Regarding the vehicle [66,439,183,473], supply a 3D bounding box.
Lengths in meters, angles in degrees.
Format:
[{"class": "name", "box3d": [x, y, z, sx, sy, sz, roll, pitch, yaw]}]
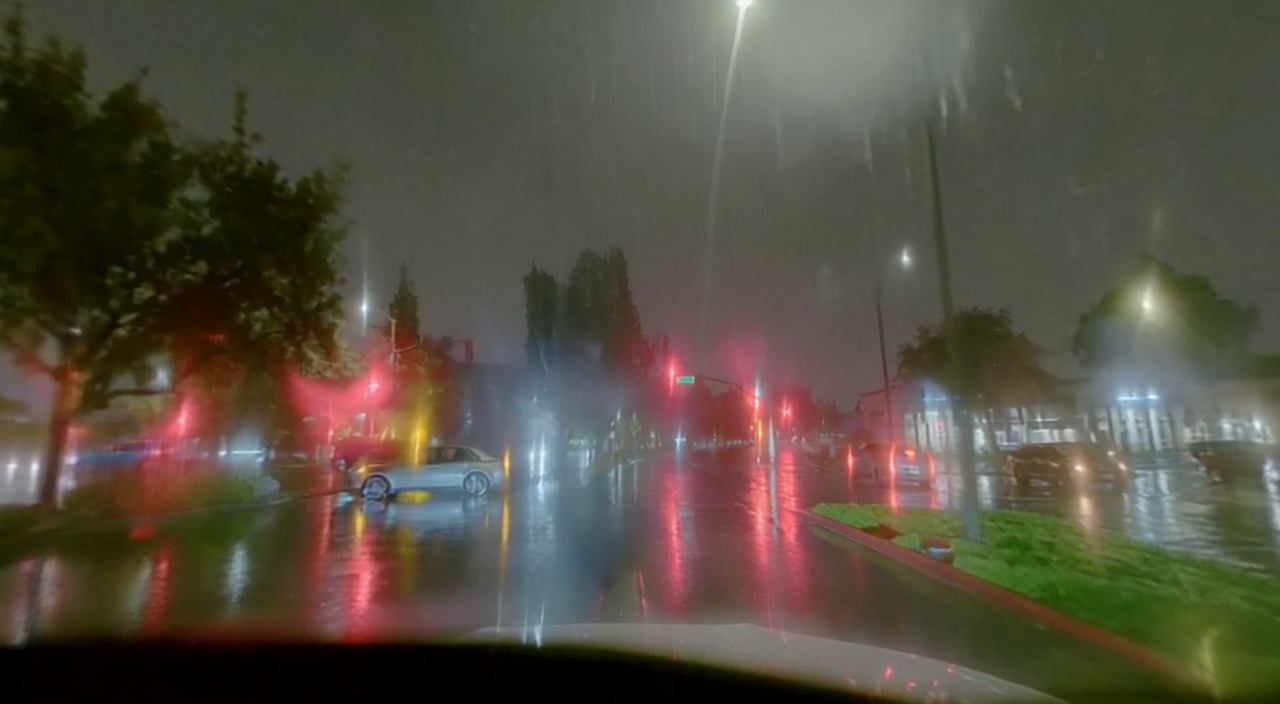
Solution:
[{"class": "vehicle", "box3d": [-29.182, 5.875, 35.865, 4.906, 1.784, 1.913, 7, -11, -41]}]

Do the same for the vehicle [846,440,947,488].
[{"class": "vehicle", "box3d": [9.076, 3.979, 22.852, 2.061, 1.519, 4.794, -1, -8, 5]}]

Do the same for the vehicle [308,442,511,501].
[{"class": "vehicle", "box3d": [-6.249, 3.227, 17.424, 4.792, 1.468, 2.116, -2, -9, 10]}]

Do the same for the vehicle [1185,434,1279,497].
[{"class": "vehicle", "box3d": [20.010, 3.544, 20.111, 1.888, 1.725, 4.268, -4, -8, 9]}]

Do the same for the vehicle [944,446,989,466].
[{"class": "vehicle", "box3d": [25.319, 8.032, 49.109, 1.833, 1.445, 4.178, -1, -8, 9]}]

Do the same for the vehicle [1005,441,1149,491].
[{"class": "vehicle", "box3d": [14.474, 3.756, 21.294, 1.951, 1.491, 4.359, -1, -8, 4]}]
